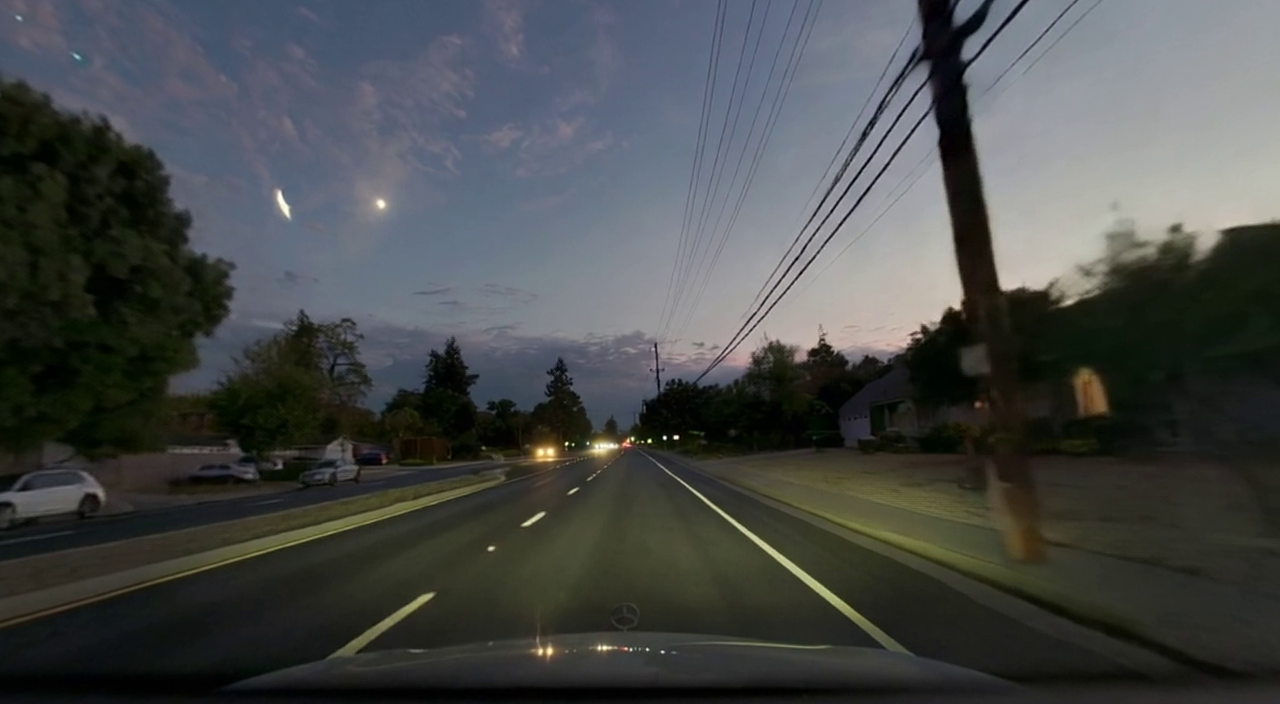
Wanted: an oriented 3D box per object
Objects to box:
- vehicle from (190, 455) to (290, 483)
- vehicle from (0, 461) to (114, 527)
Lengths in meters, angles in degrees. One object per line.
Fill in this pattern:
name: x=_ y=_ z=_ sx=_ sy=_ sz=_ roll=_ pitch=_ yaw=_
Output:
vehicle: x=-22.515 y=6.575 z=35.642 sx=4.243 sy=1.455 sz=2.005 roll=0 pitch=-9 yaw=1
vehicle: x=-15.945 y=3.604 z=15.699 sx=2.018 sy=1.449 sz=4.384 roll=-7 pitch=-9 yaw=0
